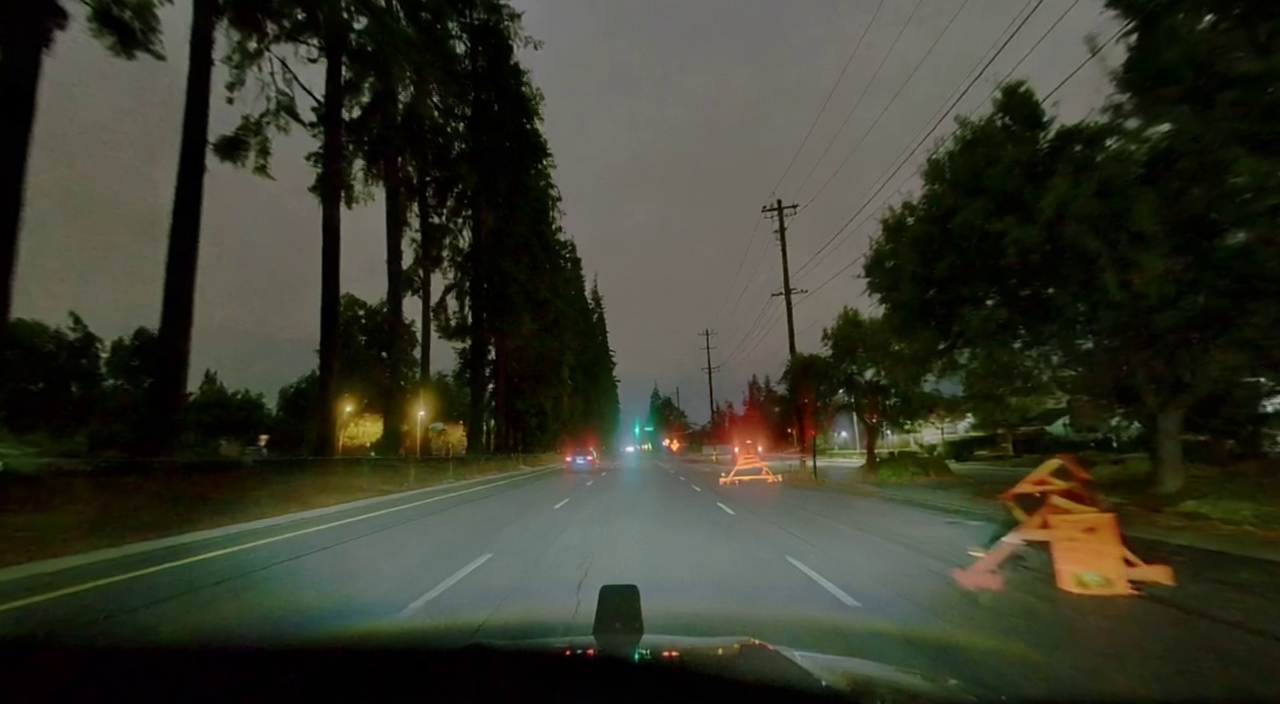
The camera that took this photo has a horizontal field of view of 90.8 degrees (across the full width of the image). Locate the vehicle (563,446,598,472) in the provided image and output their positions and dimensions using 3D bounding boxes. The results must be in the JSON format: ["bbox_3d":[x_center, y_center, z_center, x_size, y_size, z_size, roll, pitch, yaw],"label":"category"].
[{"bbox_3d":[-3.924,7.145,42.336,1.992,1.608,3.868,0,-9,0],"label":"vehicle"}]
